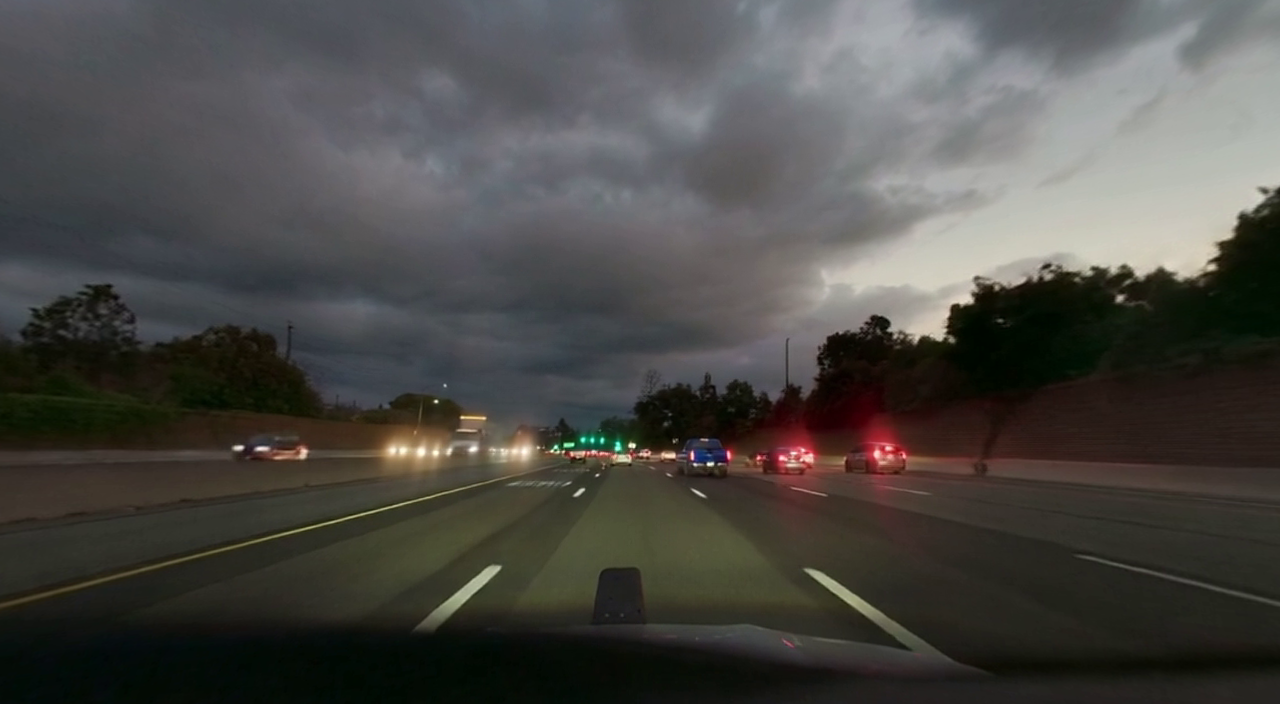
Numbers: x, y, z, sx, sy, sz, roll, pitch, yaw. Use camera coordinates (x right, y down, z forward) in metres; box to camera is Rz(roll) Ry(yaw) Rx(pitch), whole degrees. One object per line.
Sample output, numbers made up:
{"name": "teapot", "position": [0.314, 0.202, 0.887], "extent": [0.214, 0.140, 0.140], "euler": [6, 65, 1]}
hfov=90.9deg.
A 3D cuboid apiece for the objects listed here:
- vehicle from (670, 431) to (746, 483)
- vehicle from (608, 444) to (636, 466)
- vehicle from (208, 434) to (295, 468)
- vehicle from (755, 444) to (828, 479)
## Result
{"name": "vehicle", "position": [2.733, 4.412, 26.910], "extent": [2.374, 1.952, 5.431], "euler": [0, -8, -3]}
{"name": "vehicle", "position": [-1.436, 7.886, 48.535], "extent": [2.050, 1.607, 3.821], "euler": [0, -8, -4]}
{"name": "vehicle", "position": [-22.150, 5.659, 36.238], "extent": [2.003, 1.805, 5.022], "euler": [0, -8, -2]}
{"name": "vehicle", "position": [7.049, 5.115, 29.872], "extent": [1.976, 1.485, 4.925], "euler": [0, -8, -4]}
